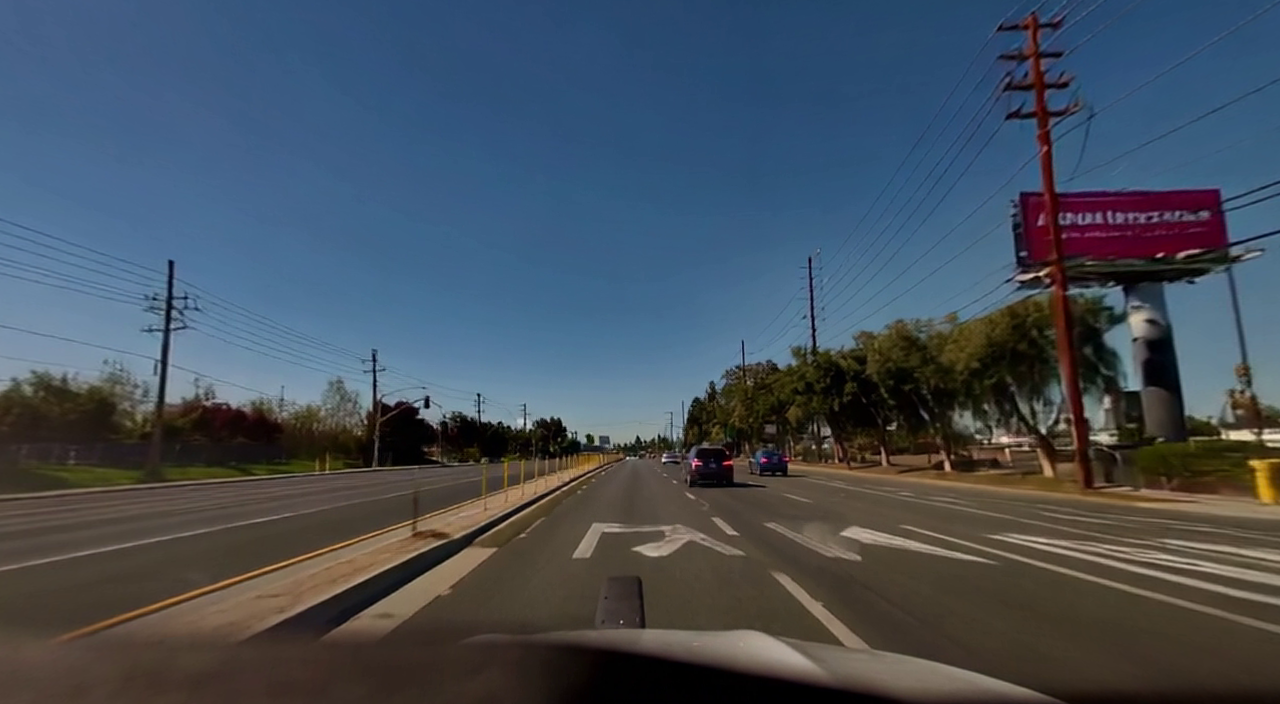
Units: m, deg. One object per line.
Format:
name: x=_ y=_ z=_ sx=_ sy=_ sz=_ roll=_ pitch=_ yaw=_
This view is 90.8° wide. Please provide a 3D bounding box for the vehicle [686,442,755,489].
vehicle: x=3.008 y=4.329 z=24.495 sx=2.078 sy=1.668 sz=4.078 roll=0 pitch=-8 yaw=-1
